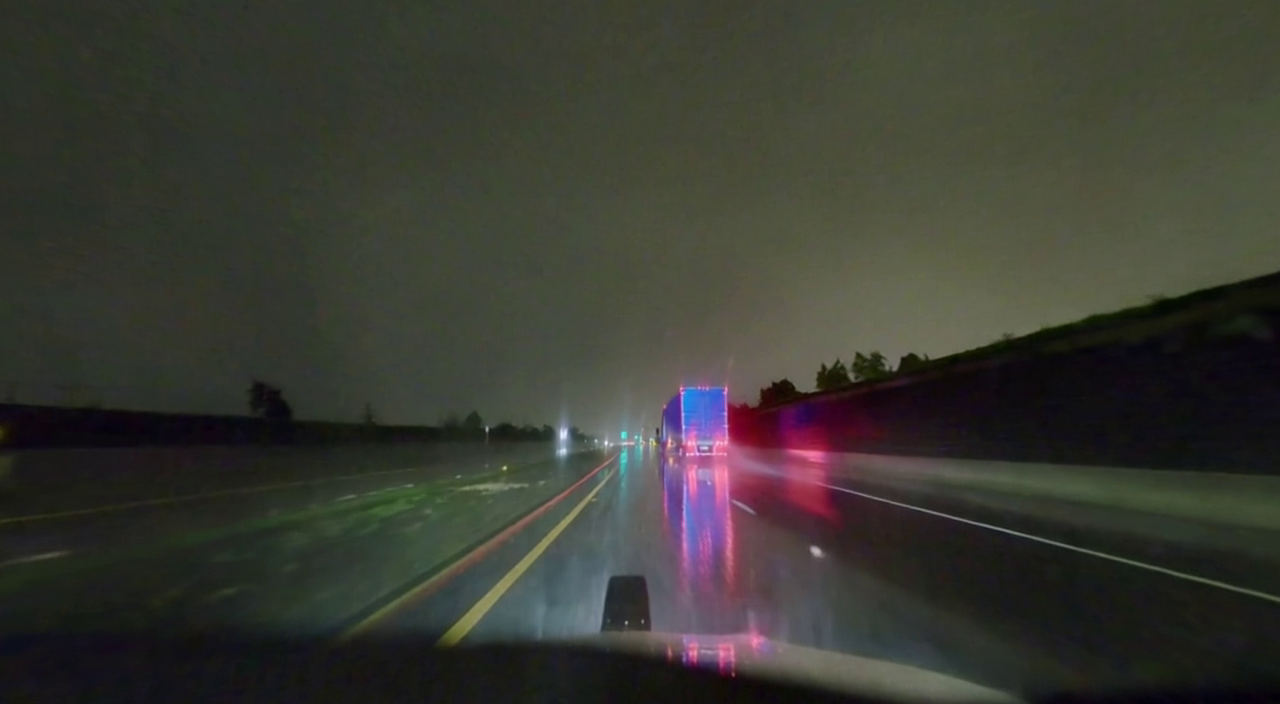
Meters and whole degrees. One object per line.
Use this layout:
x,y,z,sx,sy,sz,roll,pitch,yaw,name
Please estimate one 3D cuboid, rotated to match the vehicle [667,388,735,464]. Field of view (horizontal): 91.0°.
3.973,5.417,44.786,3.615,4.578,13.539,0,-8,1,vehicle
